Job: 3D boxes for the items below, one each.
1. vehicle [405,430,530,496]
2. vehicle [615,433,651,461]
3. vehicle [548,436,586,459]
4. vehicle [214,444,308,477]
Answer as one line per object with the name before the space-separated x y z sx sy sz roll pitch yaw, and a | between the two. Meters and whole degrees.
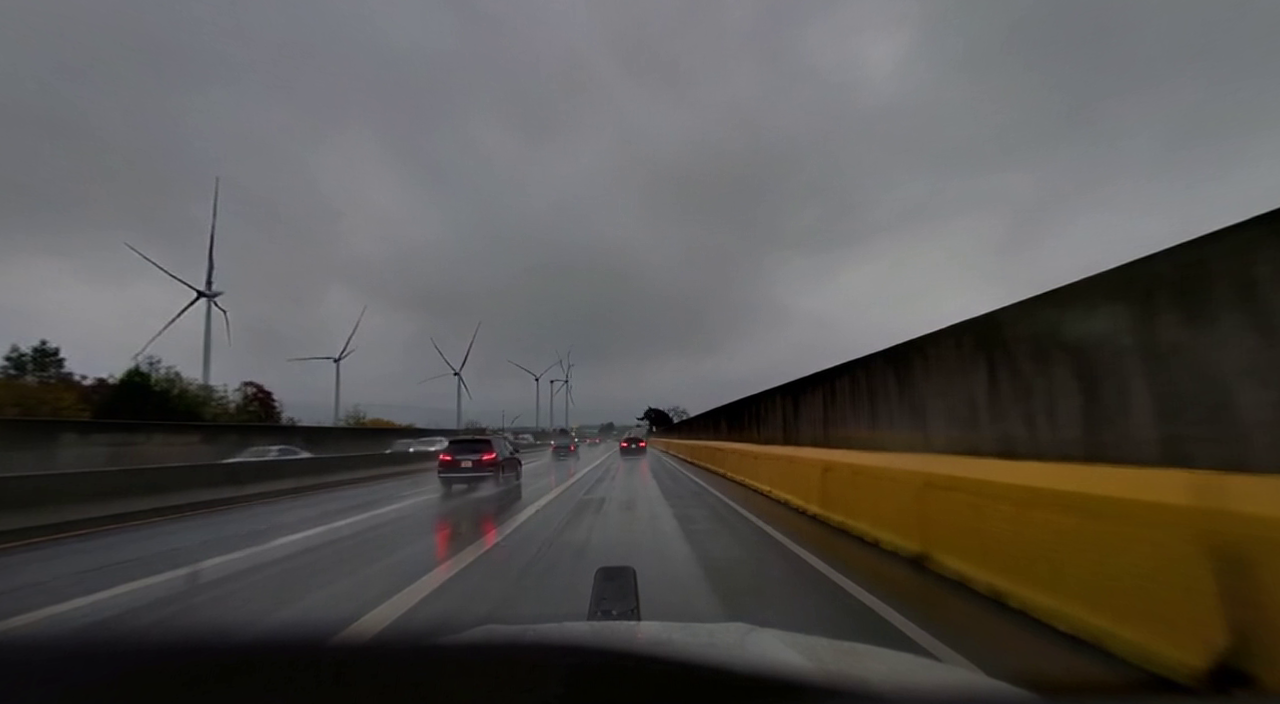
vehicle | -4.324 2.841 16.686 1.998 1.468 4.635 0 -8 0
vehicle | -0.444 5.516 36.811 2.027 1.550 3.607 0 -8 -2
vehicle | -4.706 6.177 40.892 2.059 1.436 3.802 0 -8 -1
vehicle | -17.911 5.111 29.994 2.016 1.400 3.994 0 -8 -1
